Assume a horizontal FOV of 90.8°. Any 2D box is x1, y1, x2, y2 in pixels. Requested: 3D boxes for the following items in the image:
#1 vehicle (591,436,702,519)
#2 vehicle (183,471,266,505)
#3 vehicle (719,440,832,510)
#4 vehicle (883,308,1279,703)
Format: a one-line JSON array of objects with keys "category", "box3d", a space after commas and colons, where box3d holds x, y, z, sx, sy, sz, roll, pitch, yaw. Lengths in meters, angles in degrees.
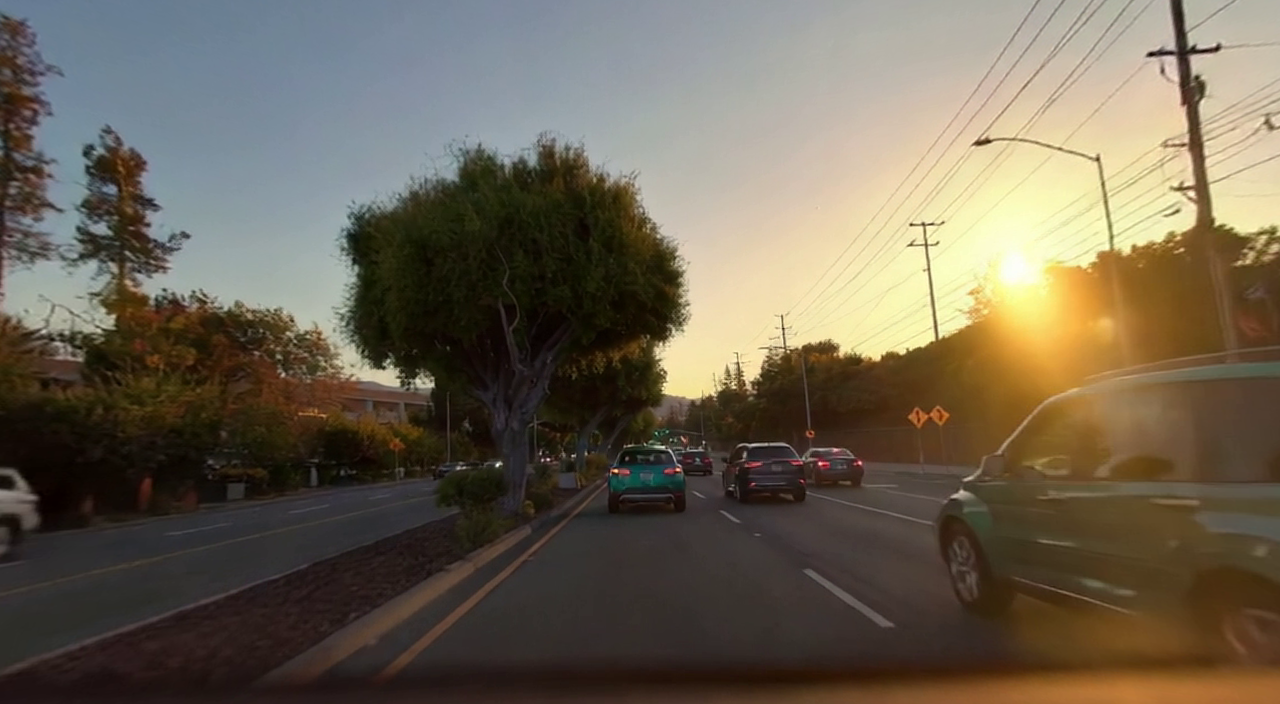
[{"category": "vehicle", "box3d": [0.119, 2.827, 14.771, 2.199, 1.641, 4.232, 0, -9, 0]}, {"category": "vehicle", "box3d": [-22.622, 7.404, 34.585, 1.847, 1.554, 3.926, 0, -9, -1]}, {"category": "vehicle", "box3d": [3.371, 3.143, 16.634, 2.064, 1.591, 4.081, 0, -9, 0]}, {"category": "vehicle", "box3d": [3.399, 0.967, 3.715, 2.097, 1.818, 4.625, 0, -9, 0]}]
